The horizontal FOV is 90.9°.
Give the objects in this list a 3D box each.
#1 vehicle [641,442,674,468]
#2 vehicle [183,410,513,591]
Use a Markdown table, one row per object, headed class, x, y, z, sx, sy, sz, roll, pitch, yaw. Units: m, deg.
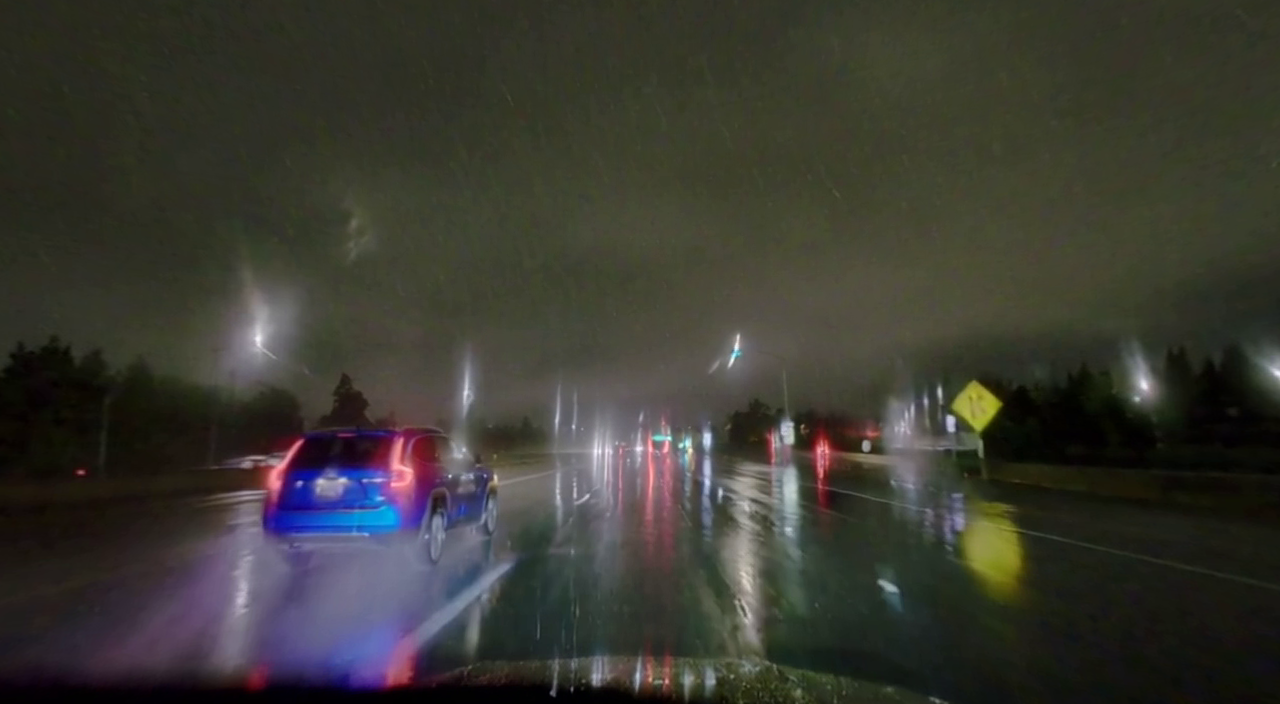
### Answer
| class | x | y | z | sx | sy | sz | roll | pitch | yaw |
| --- | --- | --- | --- | --- | --- | --- | --- | --- | --- |
| vehicle | 1.150 | 6.912 | 42.599 | 2.073 | 1.621 | 3.993 | -1 | -9 | 0 |
| vehicle | -3.245 | 1.756 | 8.330 | 2.143 | 1.693 | 4.513 | -1 | -9 | 1 |
